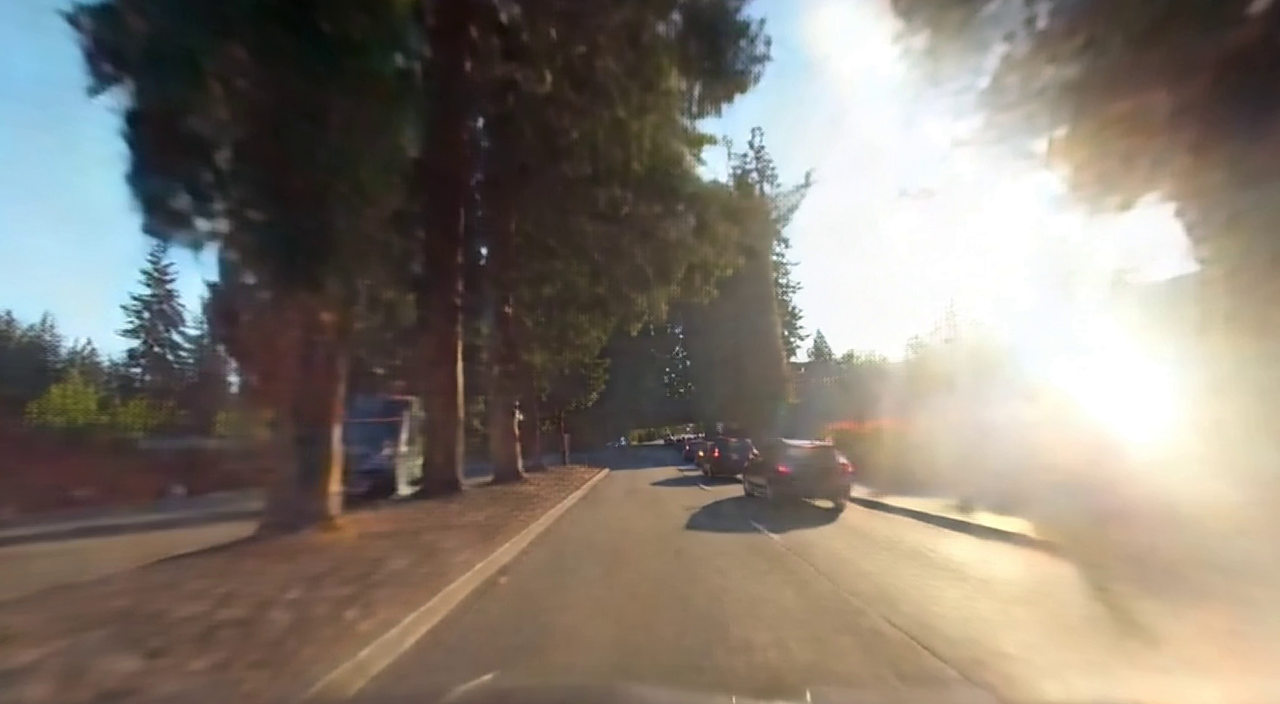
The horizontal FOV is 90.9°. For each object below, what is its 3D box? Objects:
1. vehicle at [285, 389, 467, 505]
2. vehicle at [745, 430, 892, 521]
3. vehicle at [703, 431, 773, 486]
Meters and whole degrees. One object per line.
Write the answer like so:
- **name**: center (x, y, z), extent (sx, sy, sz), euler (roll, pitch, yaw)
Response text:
- **vehicle**: center (-6.644, 2.518, 16.791), extent (2.273, 2.556, 5.337), euler (-1, -8, 3)
- **vehicle**: center (3.744, 2.659, 14.124), extent (1.972, 1.682, 4.397), euler (0, -8, 0)
- **vehicle**: center (3.671, 4.094, 24.471), extent (1.985, 1.895, 4.496), euler (0, -8, 0)
